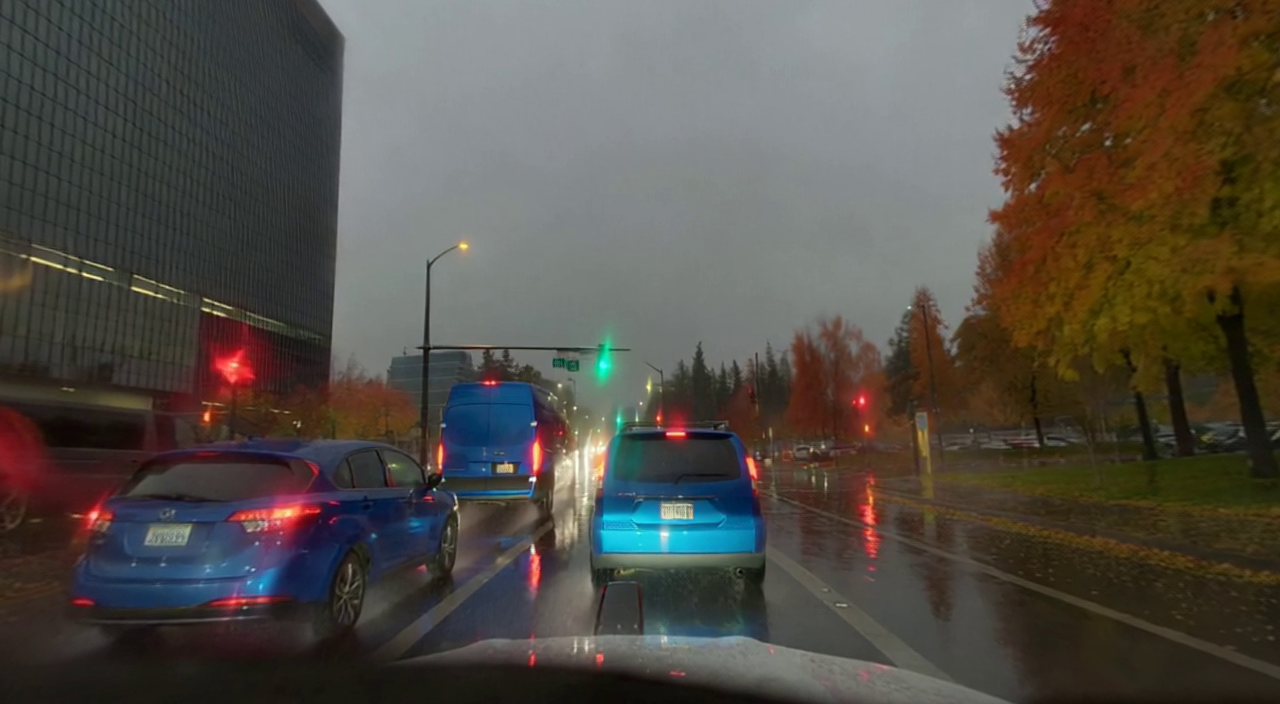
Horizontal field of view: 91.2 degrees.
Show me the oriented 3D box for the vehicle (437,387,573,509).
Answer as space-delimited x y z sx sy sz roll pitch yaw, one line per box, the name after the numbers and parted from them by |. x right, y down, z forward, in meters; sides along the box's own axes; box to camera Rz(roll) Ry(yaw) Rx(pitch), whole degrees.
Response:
-3.255 2.538 16.598 2.343 2.635 5.684 0 -9 0 | vehicle

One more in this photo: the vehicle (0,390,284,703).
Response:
-2.901 0.812 1.510 1.893 1.491 3.798 0 -9 -1 | vehicle

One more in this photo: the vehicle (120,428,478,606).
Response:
-3.486 1.754 7.568 1.955 1.499 4.223 0 -9 0 | vehicle

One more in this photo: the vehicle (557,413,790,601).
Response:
0.198 1.597 7.214 1.979 1.562 3.630 0 -9 -3 | vehicle
